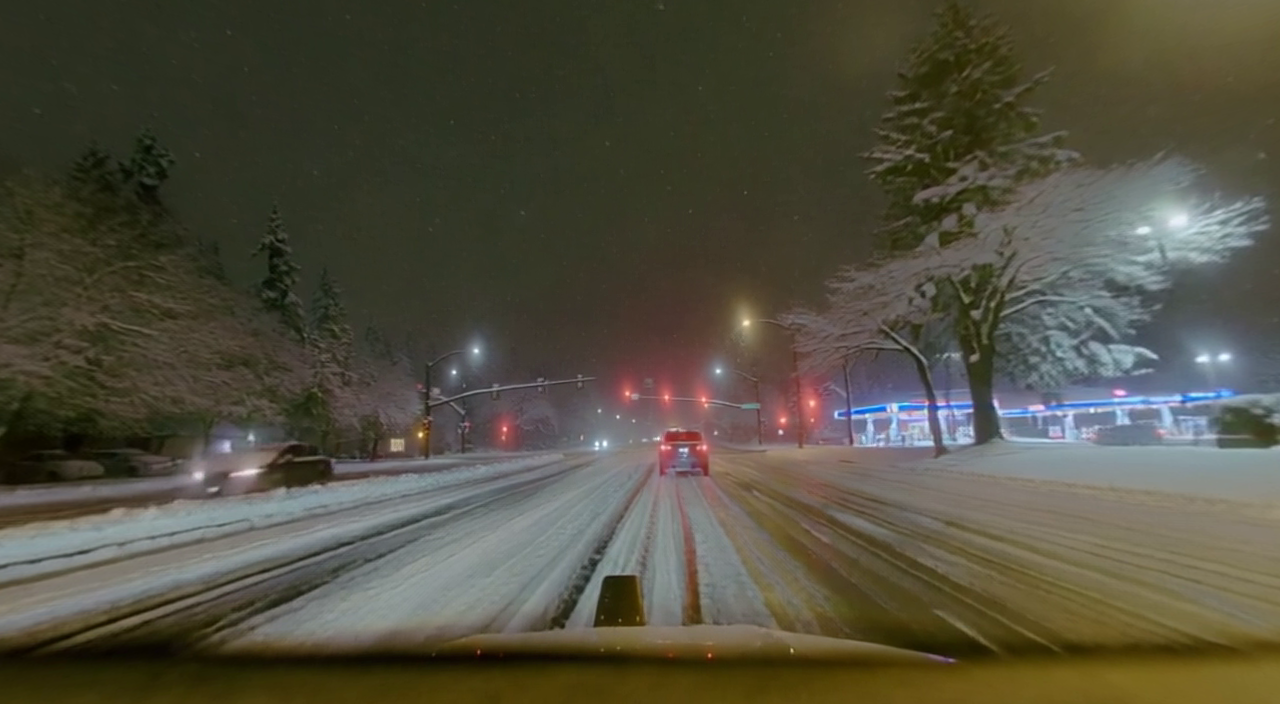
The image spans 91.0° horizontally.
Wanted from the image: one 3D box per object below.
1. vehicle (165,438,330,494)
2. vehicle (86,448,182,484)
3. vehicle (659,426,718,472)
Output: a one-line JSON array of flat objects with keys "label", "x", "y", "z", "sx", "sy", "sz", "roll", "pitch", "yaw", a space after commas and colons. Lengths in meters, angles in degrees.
[{"label": "vehicle", "x": -11.831, "y": 3.435, "z": 19.431, "sx": 1.911, "sy": 1.489, "sz": 4.423, "roll": -1, "pitch": -8, "yaw": 6}, {"label": "vehicle", "x": -26.205, "y": 5.839, "z": 32.584, "sx": 4.428, "sy": 1.708, "sz": 1.952, "roll": -4, "pitch": -9, "yaw": 25}, {"label": "vehicle", "x": 1.923, "y": 3.988, "z": 26.060, "sx": 2.213, "sy": 1.715, "sz": 4.242, "roll": 0, "pitch": -8, "yaw": 2}]
